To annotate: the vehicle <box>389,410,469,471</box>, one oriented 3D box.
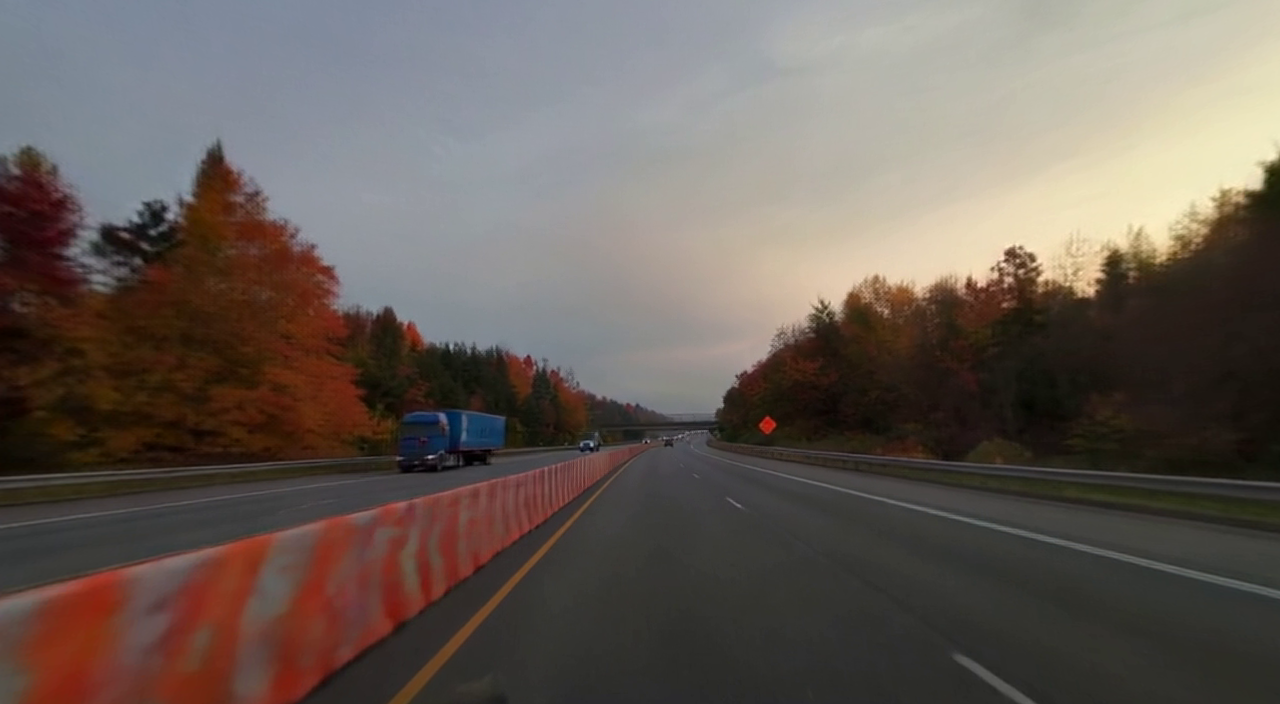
[{"bbox_3d":[-14.148,6.039,42.868,3.094,3.803,6.248,-1,-8,1],"label":"vehicle"}]
